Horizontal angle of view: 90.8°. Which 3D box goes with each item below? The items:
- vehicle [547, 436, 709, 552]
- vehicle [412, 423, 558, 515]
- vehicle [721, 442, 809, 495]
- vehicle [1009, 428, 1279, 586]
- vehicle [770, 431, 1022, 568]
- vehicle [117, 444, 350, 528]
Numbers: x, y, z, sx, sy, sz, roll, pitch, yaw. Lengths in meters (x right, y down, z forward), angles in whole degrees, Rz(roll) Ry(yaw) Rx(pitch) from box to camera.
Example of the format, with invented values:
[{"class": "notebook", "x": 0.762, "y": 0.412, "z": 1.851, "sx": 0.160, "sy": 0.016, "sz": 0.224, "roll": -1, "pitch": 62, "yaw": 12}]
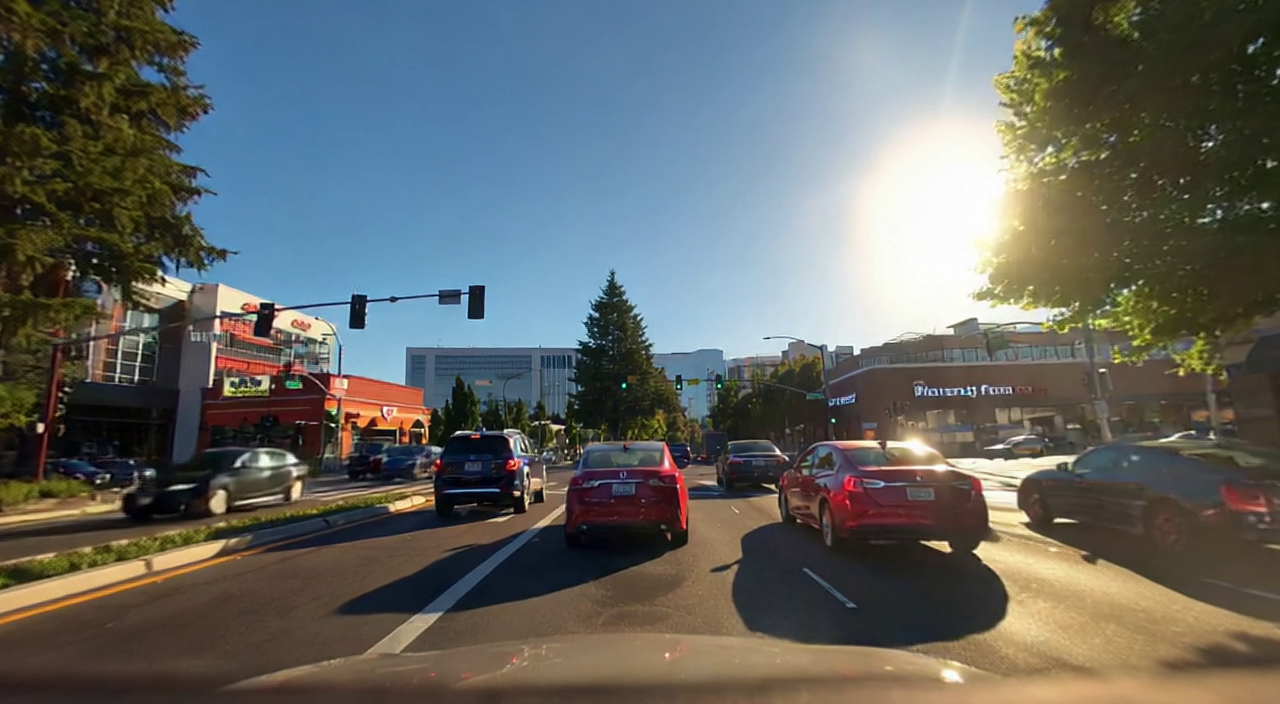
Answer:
[{"class": "vehicle", "x": -0.120, "y": 2.118, "z": 10.157, "sx": 2.098, "sy": 1.477, "sz": 3.897, "roll": 0, "pitch": -8, "yaw": 1}, {"class": "vehicle", "x": -3.438, "y": 2.712, "z": 15.224, "sx": 2.160, "sy": 1.823, "sz": 5.115, "roll": 0, "pitch": -8, "yaw": 1}, {"class": "vehicle", "x": 3.820, "y": 3.614, "z": 20.139, "sx": 1.888, "sy": 1.472, "sz": 4.528, "roll": 0, "pitch": -8, "yaw": 0}, {"class": "vehicle", "x": 7.207, "y": 1.807, "z": 8.224, "sx": 2.004, "sy": 1.508, "sz": 4.646, "roll": 0, "pitch": -8, "yaw": 0}, {"class": "vehicle", "x": 3.282, "y": 1.948, "z": 9.177, "sx": 2.020, "sy": 1.513, "sz": 4.120, "roll": 0, "pitch": -8, "yaw": 2}, {"class": "vehicle", "x": -8.330, "y": 2.738, "z": 13.607, "sx": 2.045, "sy": 1.438, "sz": 4.480, "roll": 0, "pitch": -8, "yaw": 0}]
